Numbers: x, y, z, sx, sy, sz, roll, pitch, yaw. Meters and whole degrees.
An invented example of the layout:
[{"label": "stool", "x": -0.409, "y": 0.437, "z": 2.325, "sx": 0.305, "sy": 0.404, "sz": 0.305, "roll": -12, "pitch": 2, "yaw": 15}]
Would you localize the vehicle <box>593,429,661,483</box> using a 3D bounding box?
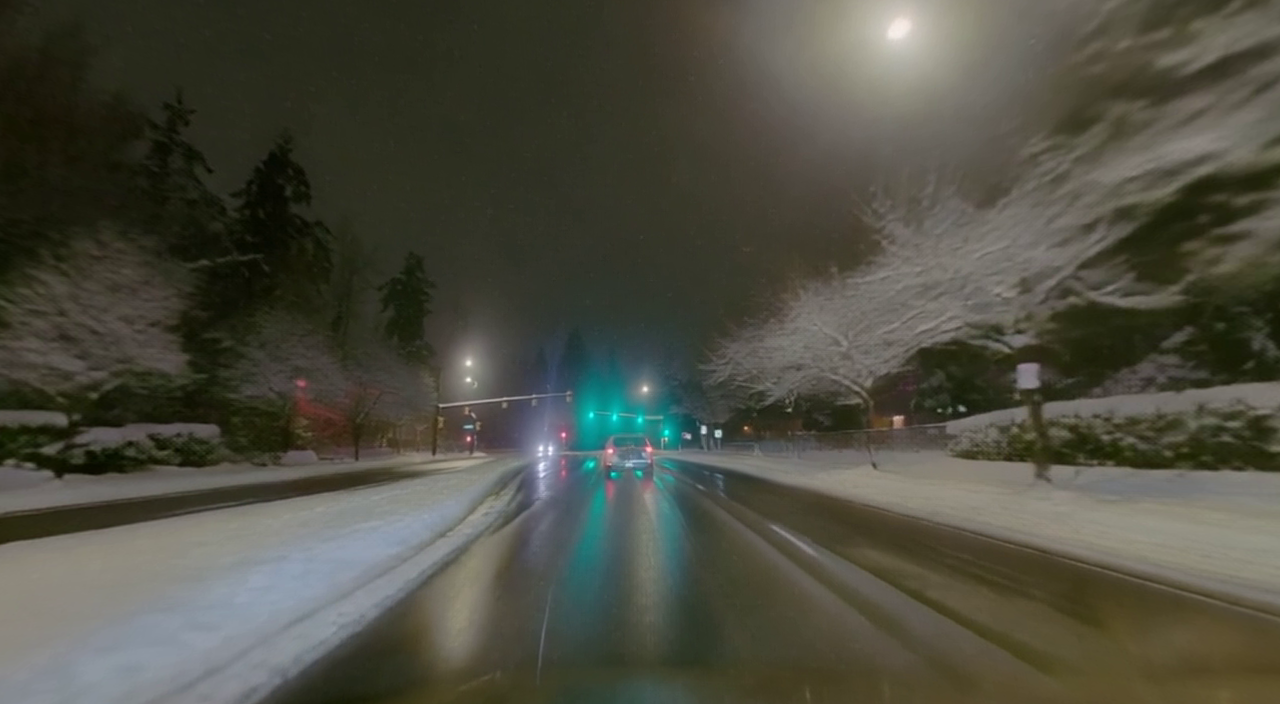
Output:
[{"label": "vehicle", "x": -0.456, "y": 3.704, "z": 22.652, "sx": 2.192, "sy": 1.734, "sz": 4.176, "roll": 0, "pitch": -8, "yaw": -1}]
